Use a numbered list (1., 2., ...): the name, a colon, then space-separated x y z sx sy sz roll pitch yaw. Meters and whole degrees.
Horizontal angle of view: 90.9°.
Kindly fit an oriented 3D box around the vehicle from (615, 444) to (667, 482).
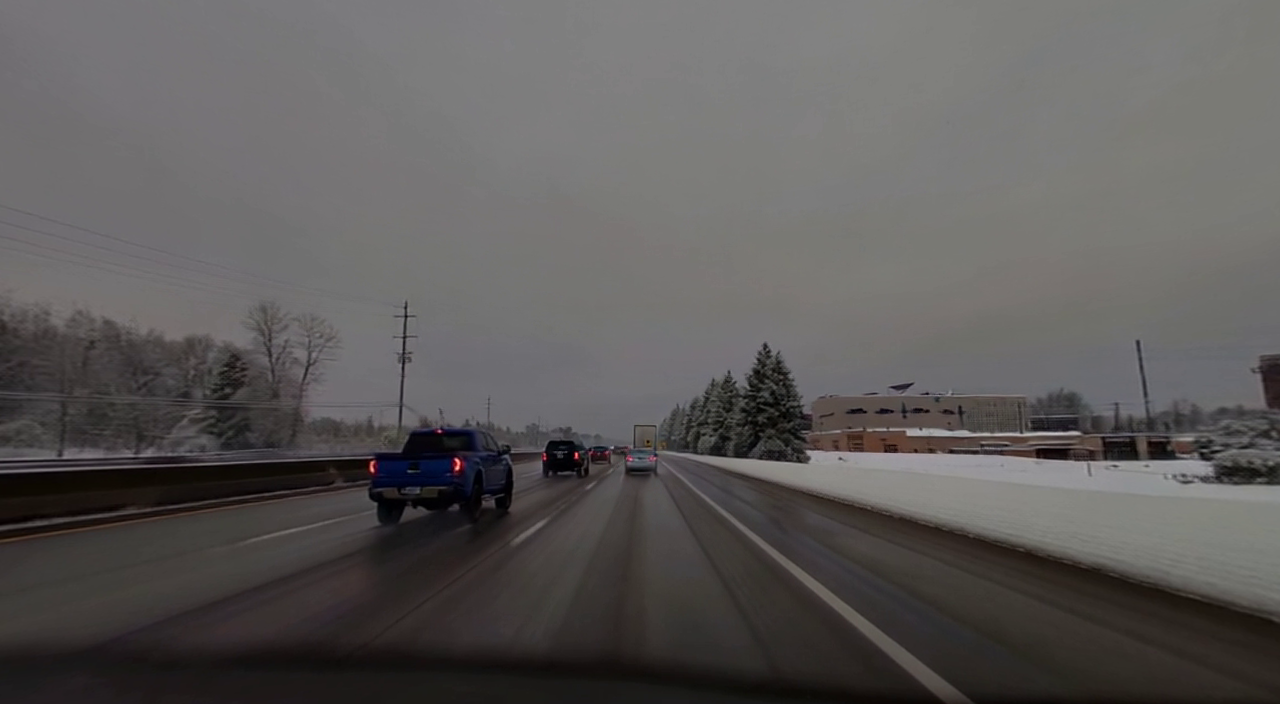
1. vehicle: 0.007 4.708 27.036 2.047 1.473 3.978 0 -8 -1

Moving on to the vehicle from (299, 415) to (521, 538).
1. vehicle: -3.993 2.283 12.268 2.198 1.848 5.346 -1 -8 1

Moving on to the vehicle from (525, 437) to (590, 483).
1. vehicle: -3.479 4.649 27.458 2.133 1.789 4.518 -1 -8 1
